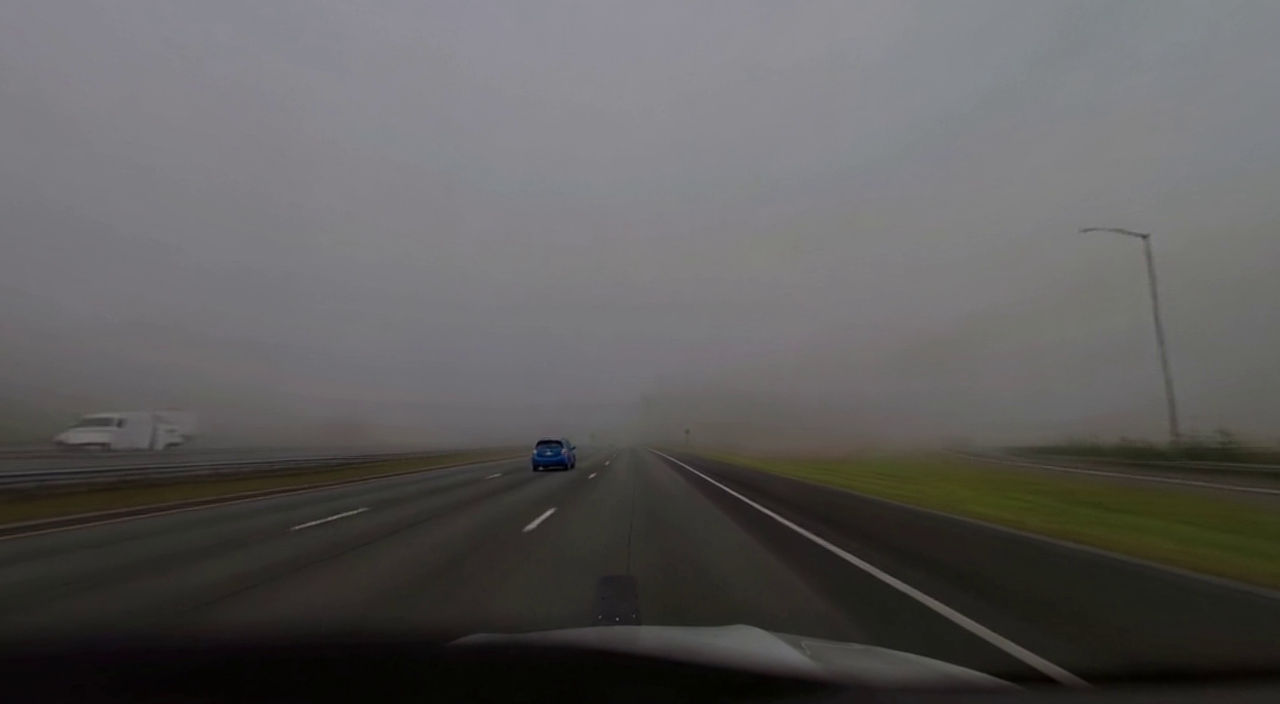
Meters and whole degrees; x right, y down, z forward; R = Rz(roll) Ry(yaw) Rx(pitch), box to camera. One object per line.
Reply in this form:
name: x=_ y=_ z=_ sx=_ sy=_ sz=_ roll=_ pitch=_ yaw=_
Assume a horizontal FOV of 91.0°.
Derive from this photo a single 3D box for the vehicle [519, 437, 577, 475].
vehicle: x=-4.015 y=4.601 z=28.119 sx=2.008 sy=1.567 sz=3.959 roll=0 pitch=-8 yaw=0
